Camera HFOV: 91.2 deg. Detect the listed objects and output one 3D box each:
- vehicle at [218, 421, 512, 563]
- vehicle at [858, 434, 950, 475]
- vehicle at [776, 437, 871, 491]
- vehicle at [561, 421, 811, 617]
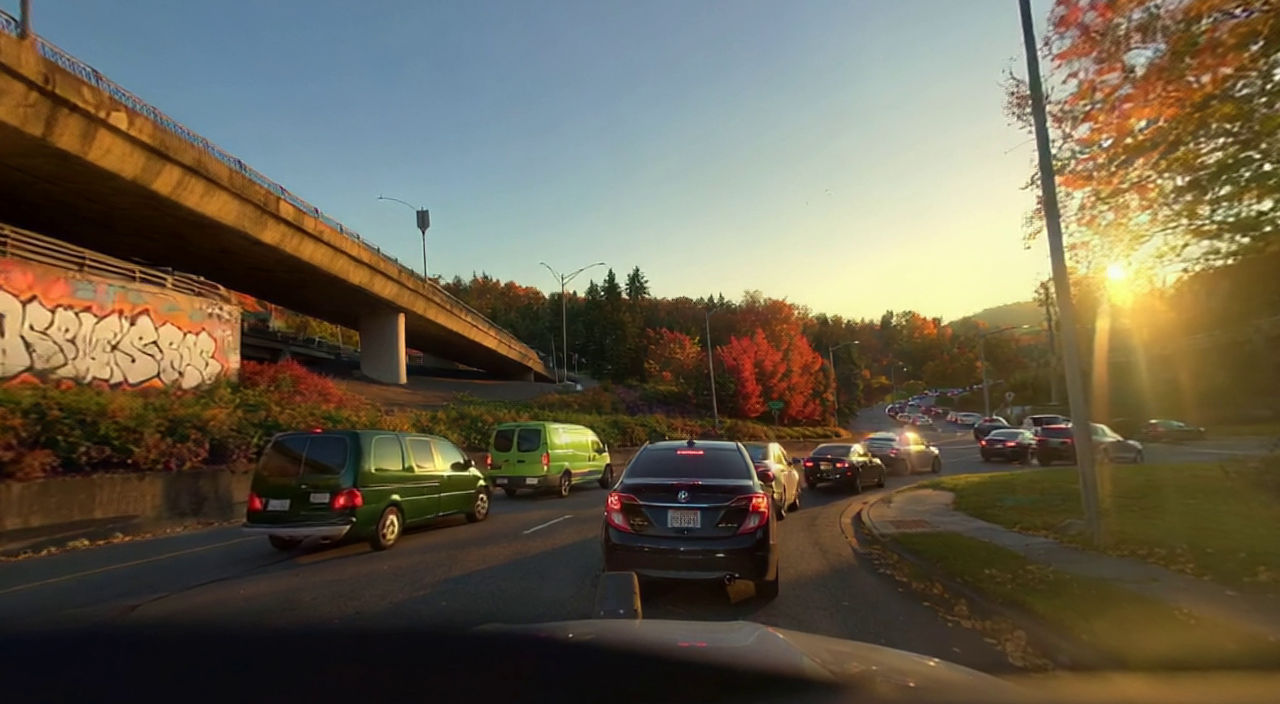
[{"bbox_3d":[-3.562,1.891,9.146,1.921,1.554,4.081,-2,-9,10],"label":"vehicle"},{"bbox_3d":[10.563,4.071,24.956,3.934,1.485,1.763,8,-12,-42],"label":"vehicle"},{"bbox_3d":[5.642,3.339,18.961,1.780,1.446,3.902,-6,-10,30],"label":"vehicle"},{"bbox_3d":[0.777,1.630,7.008,2.064,1.515,3.722,-3,-9,14],"label":"vehicle"}]
